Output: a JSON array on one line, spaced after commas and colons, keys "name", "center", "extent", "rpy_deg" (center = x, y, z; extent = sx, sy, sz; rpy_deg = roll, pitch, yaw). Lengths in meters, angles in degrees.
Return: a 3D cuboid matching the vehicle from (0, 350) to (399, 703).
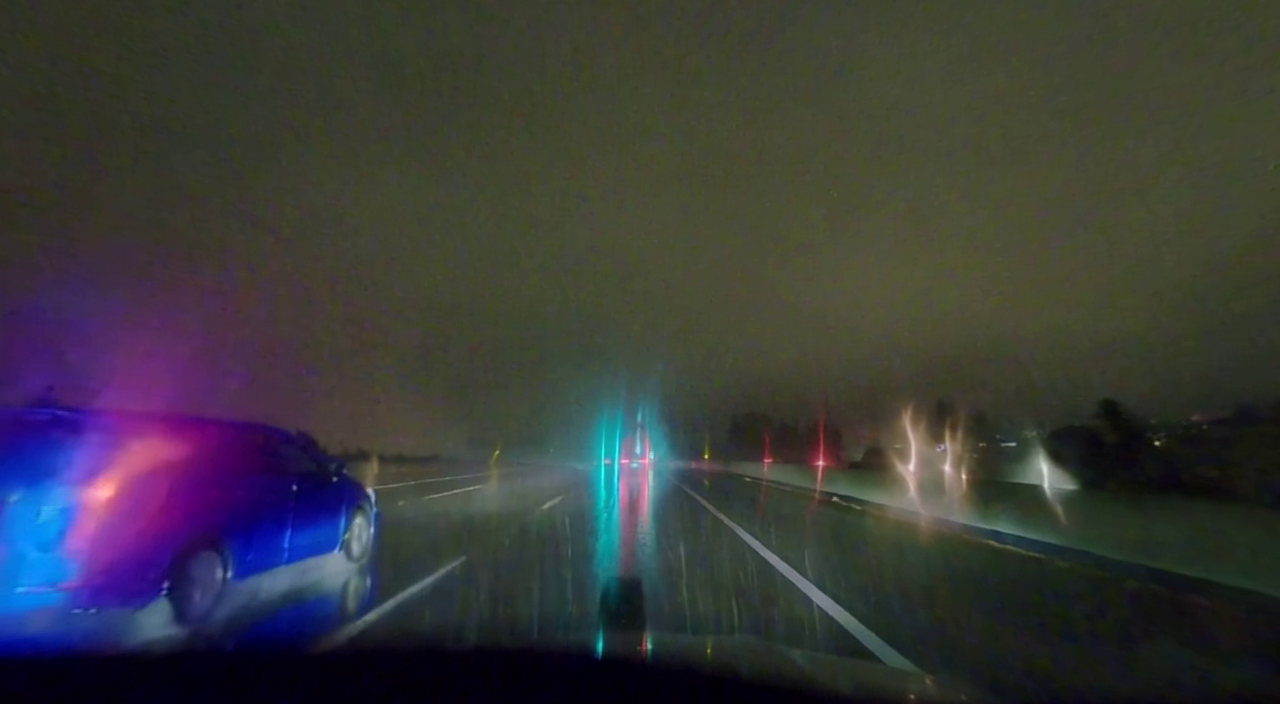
[{"name": "vehicle", "center": [-4.154, 1.228, 5.257], "extent": [2.272, 1.759, 5.058], "rpy_deg": [0, -9, 0]}]
